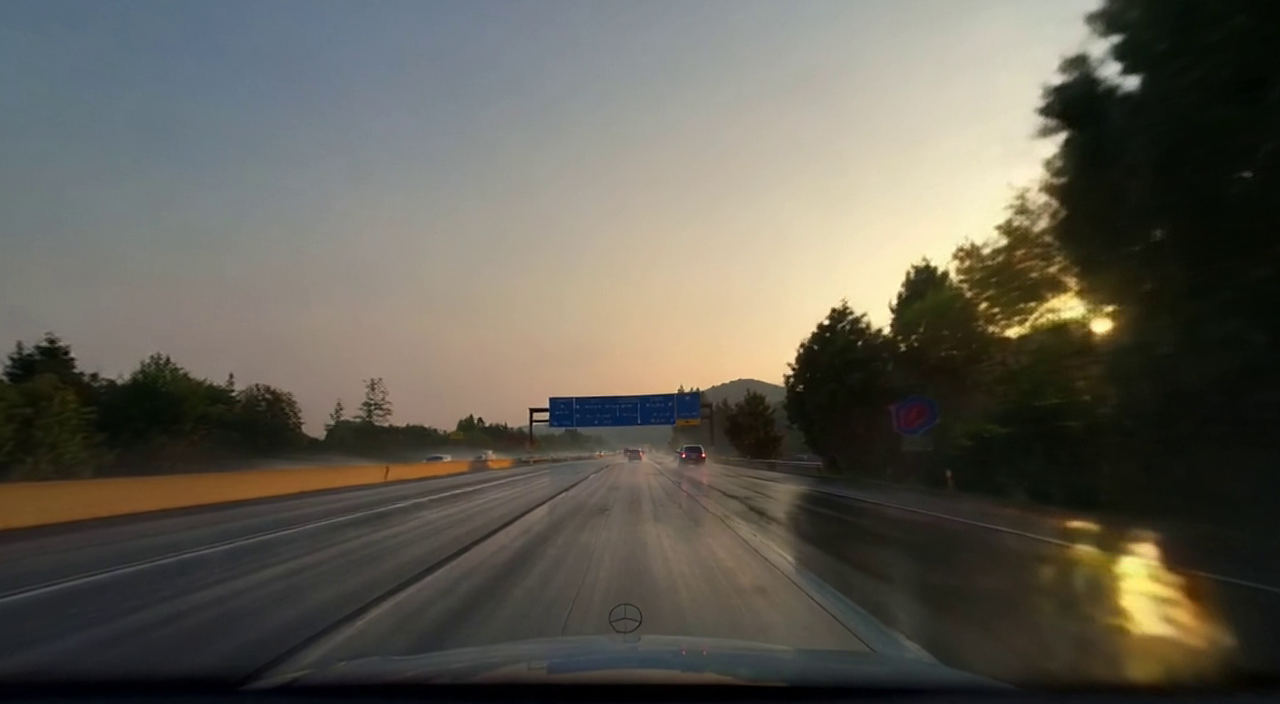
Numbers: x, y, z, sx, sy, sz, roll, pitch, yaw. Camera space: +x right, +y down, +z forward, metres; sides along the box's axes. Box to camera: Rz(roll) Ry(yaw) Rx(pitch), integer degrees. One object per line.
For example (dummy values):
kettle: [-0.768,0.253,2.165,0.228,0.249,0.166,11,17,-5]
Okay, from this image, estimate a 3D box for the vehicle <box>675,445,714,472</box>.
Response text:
vehicle: [3.557,7.108,42.333,2.133,1.746,4.511,0,-9,-1]
